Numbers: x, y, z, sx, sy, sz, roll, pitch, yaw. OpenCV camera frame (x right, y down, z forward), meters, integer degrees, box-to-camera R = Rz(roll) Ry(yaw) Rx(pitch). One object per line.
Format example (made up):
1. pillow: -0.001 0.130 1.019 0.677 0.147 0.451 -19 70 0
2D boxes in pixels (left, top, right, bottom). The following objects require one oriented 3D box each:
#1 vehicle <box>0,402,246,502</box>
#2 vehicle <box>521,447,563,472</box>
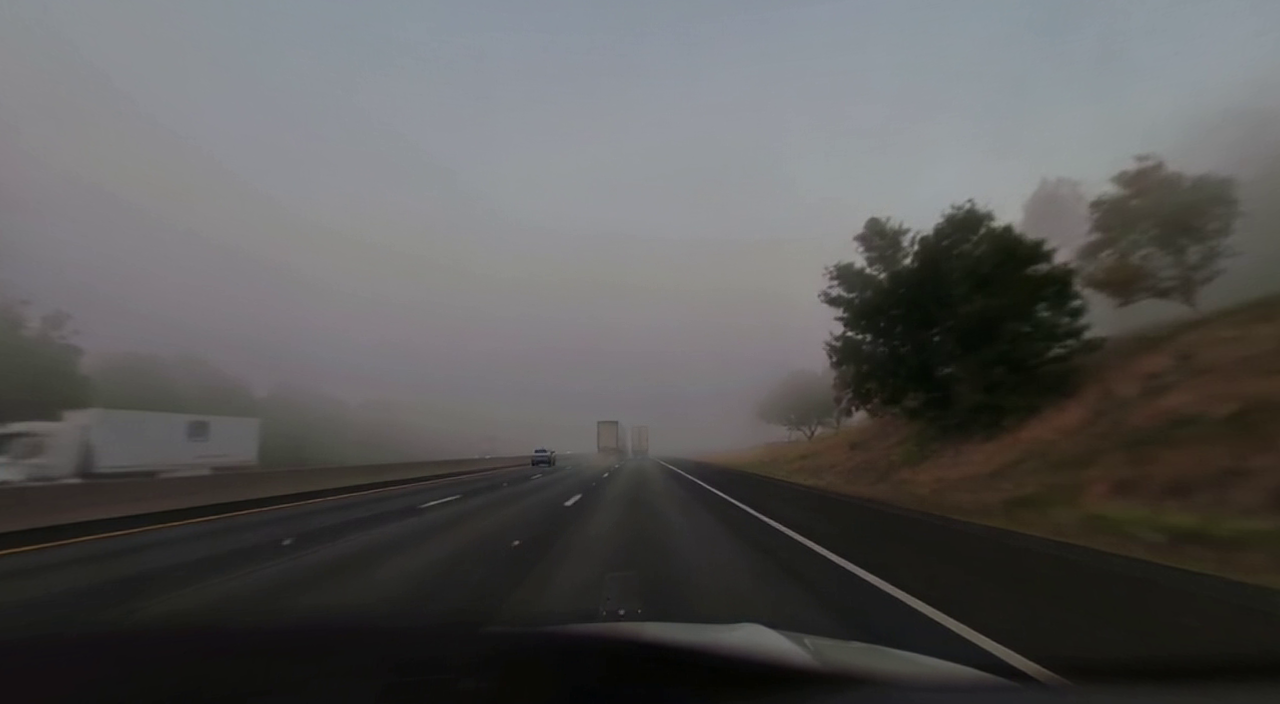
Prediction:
1. vehicle: -22.750 4.556 28.798 2.948 3.729 10.045 0 -9 0
2. vehicle: -6.317 6.987 41.116 2.091 1.527 4.455 0 -9 -1
